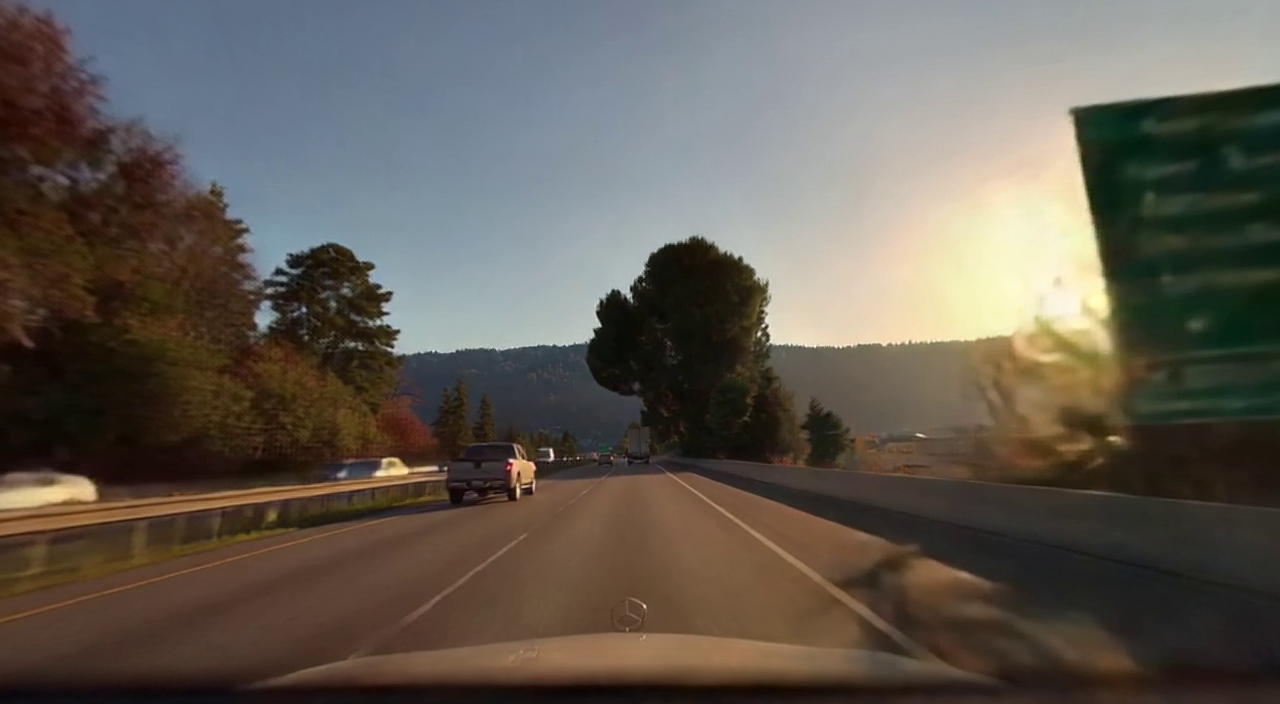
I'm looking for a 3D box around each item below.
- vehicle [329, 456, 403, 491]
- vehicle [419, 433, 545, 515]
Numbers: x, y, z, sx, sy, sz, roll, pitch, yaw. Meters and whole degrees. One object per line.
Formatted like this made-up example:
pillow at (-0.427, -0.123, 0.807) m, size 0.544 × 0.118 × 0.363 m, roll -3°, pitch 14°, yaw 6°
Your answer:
vehicle at (-12.731, 5.637, 29.574) m, size 1.794 × 1.503 × 3.666 m, roll 0°, pitch -9°, yaw 0°
vehicle at (-3.925, 3.140, 16.676) m, size 2.079 × 1.845 × 4.654 m, roll 0°, pitch -9°, yaw 1°
